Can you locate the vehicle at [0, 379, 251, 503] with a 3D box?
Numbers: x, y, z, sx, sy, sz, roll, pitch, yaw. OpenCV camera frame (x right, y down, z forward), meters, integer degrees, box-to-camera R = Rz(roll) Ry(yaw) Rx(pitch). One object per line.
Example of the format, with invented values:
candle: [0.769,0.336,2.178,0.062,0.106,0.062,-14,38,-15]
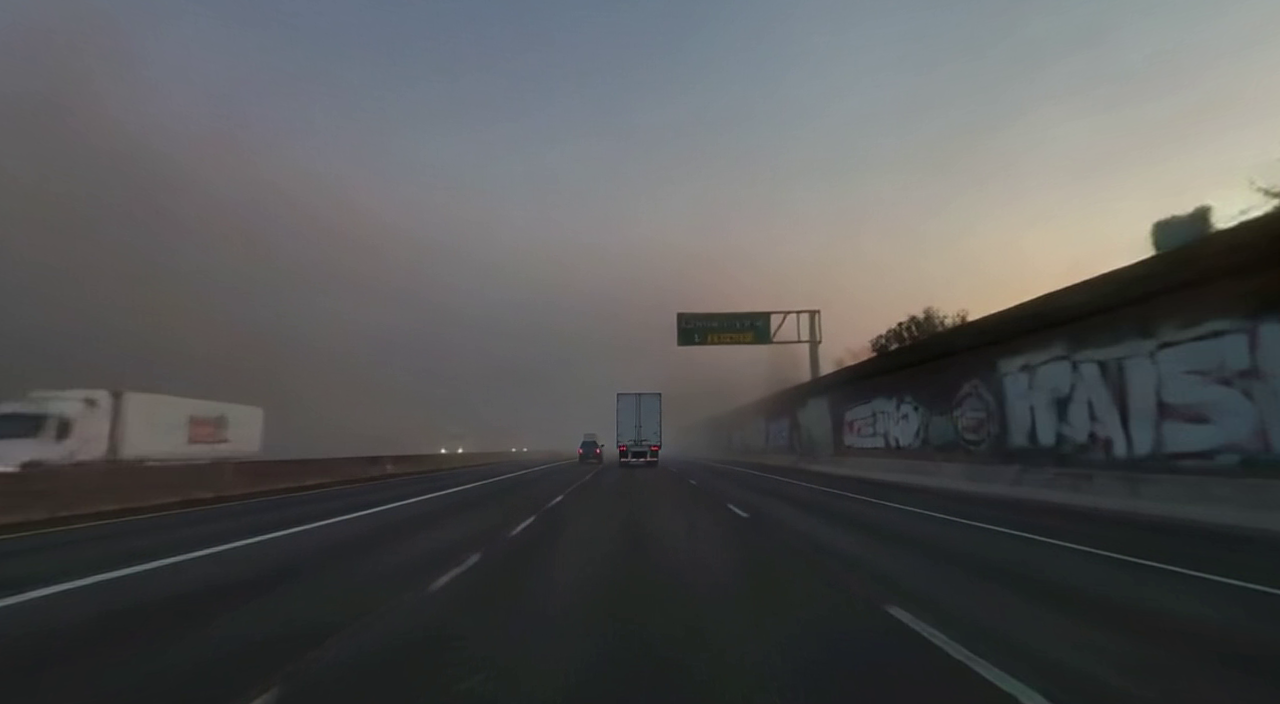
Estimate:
vehicle: [-19.010,3.369,23.370,2.929,3.679,9.326,0,-9,0]

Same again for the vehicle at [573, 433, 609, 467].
vehicle: [-3.648,7.507,48.041,2.278,2.369,5.249,0,-9,1]

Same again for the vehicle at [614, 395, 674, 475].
vehicle: [0.071,5.011,37.138,3.042,4.023,10.832,0,-9,-1]
